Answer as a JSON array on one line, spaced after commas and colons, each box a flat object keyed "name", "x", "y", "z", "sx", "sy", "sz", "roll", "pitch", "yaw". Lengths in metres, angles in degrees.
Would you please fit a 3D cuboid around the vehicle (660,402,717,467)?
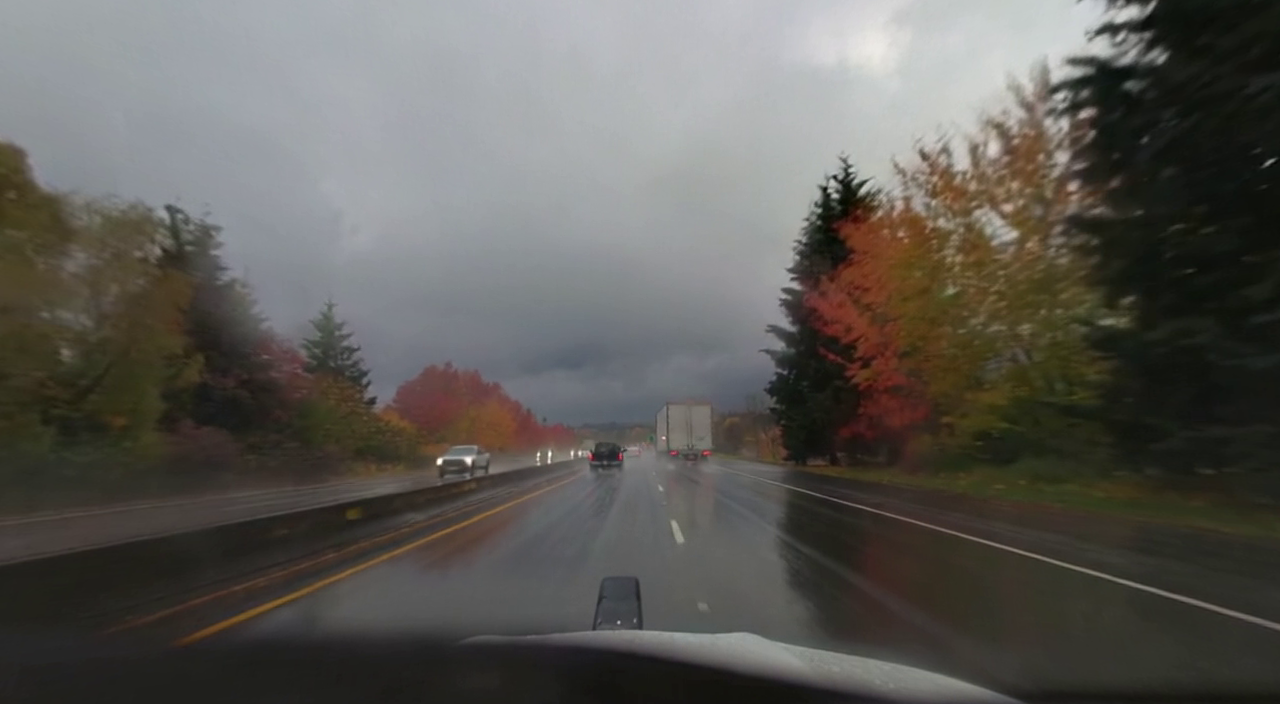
[{"name": "vehicle", "x": 3.252, "y": 6.259, "z": 46.574, "sx": 3.068, "sy": 4.042, "sz": 13.787, "roll": 0, "pitch": -9, "yaw": 0}]

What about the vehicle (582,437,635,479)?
[{"name": "vehicle", "x": -1.341, "y": 4.734, "z": 28.224, "sx": 2.151, "sy": 1.693, "sz": 4.201, "roll": -1, "pitch": -9, "yaw": 1}]

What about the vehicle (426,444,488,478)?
[{"name": "vehicle", "x": -9.494, "y": 5.695, "z": 32.868, "sx": 1.977, "sy": 1.633, "sz": 4.138, "roll": -1, "pitch": -9, "yaw": 0}]
